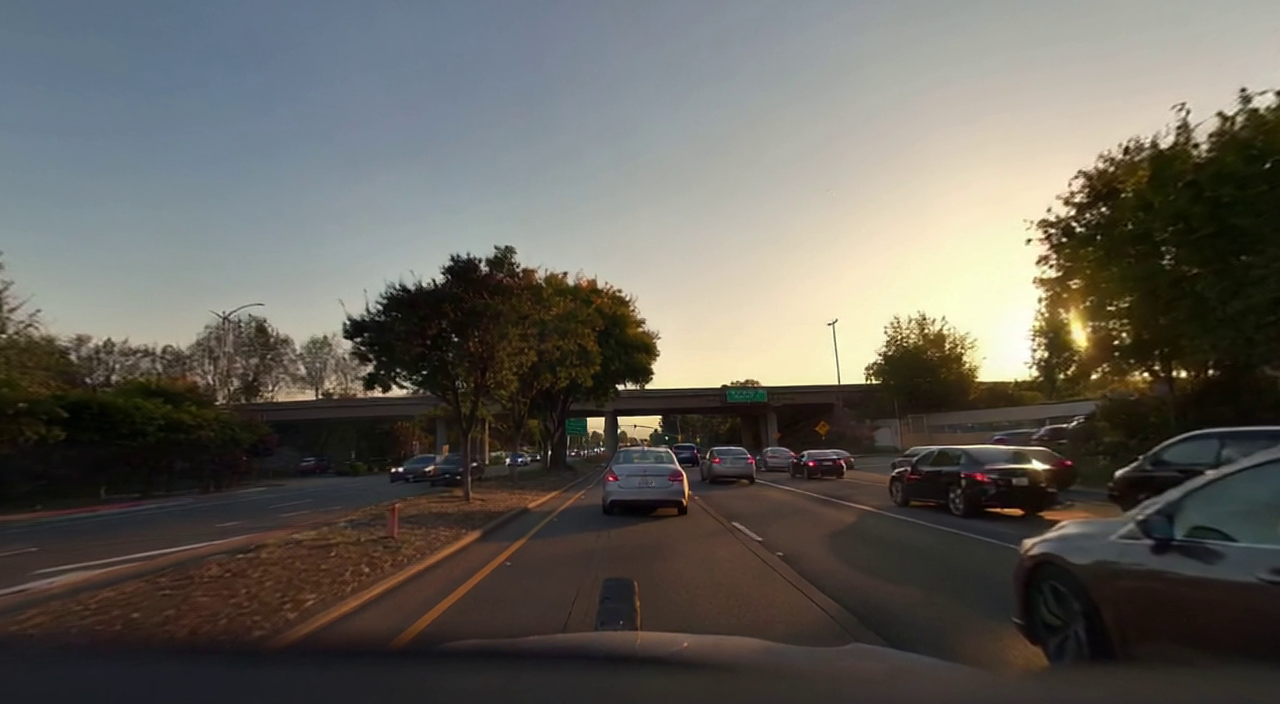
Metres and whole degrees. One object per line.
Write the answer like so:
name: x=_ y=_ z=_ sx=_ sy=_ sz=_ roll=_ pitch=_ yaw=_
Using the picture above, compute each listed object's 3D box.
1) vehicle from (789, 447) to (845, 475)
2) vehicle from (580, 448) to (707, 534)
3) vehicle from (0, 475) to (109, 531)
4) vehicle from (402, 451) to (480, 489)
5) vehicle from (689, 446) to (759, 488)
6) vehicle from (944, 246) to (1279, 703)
vehicle: x=9.799 y=6.056 z=35.264 sx=1.839 sy=1.453 sz=3.992 roll=0 pitch=-9 yaw=-1
vehicle: x=0.037 y=2.519 z=12.017 sx=2.027 sy=1.341 sz=3.775 roll=0 pitch=-9 yaw=-1
vehicle: x=-19.177 y=4.604 z=19.400 sx=1.816 sy=1.415 sz=4.605 roll=0 pitch=-9 yaw=-1
vehicle: x=-8.813 y=5.243 z=28.471 sx=2.010 sy=1.524 sz=4.705 roll=0 pitch=-9 yaw=0
vehicle: x=3.115 y=4.349 z=24.253 sx=1.962 sy=1.431 sz=4.205 roll=0 pitch=-9 yaw=-2
vehicle: x=3.494 y=0.569 z=1.416 sx=2.719 sy=2.033 sz=5.876 roll=0 pitch=-9 yaw=0
